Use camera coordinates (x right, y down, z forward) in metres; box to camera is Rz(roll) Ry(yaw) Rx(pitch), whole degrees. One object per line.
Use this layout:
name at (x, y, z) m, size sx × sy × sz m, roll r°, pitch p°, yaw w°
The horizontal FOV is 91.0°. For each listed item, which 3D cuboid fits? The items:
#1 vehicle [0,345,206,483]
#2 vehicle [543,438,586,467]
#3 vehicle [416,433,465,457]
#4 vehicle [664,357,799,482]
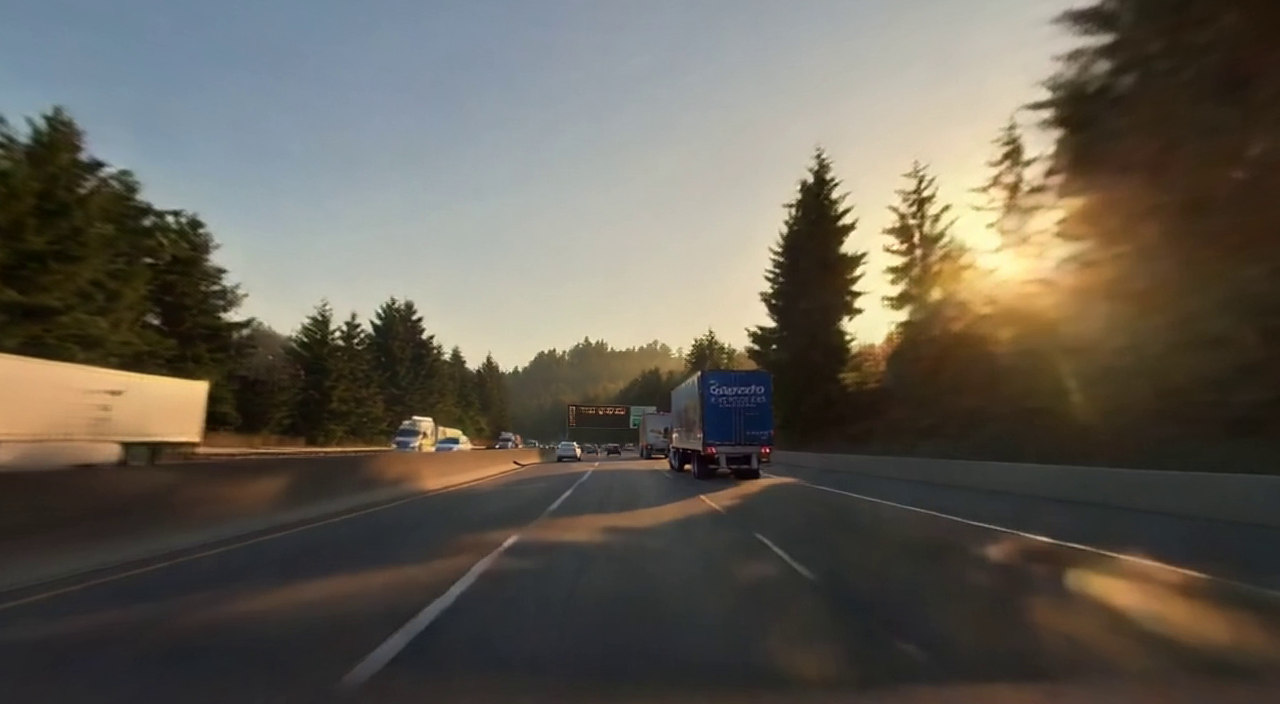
vehicle at (-20.621, 2.139, 20.654) m, size 3.146 × 4.061 × 14.094 m, roll 0°, pitch -8°, yaw -2°
vehicle at (-4.523, 6.082, 38.420) m, size 2.206 × 1.644 × 4.027 m, roll 0°, pitch -8°, yaw -1°
vehicle at (-14.424, 6.766, 45.826) m, size 2.080 × 1.652 × 5.232 m, roll 0°, pitch -8°, yaw -2°
vehicle at (3.208, 3.126, 27.165) m, size 3.116 × 3.992 × 13.748 m, roll 0°, pitch -8°, yaw -3°
